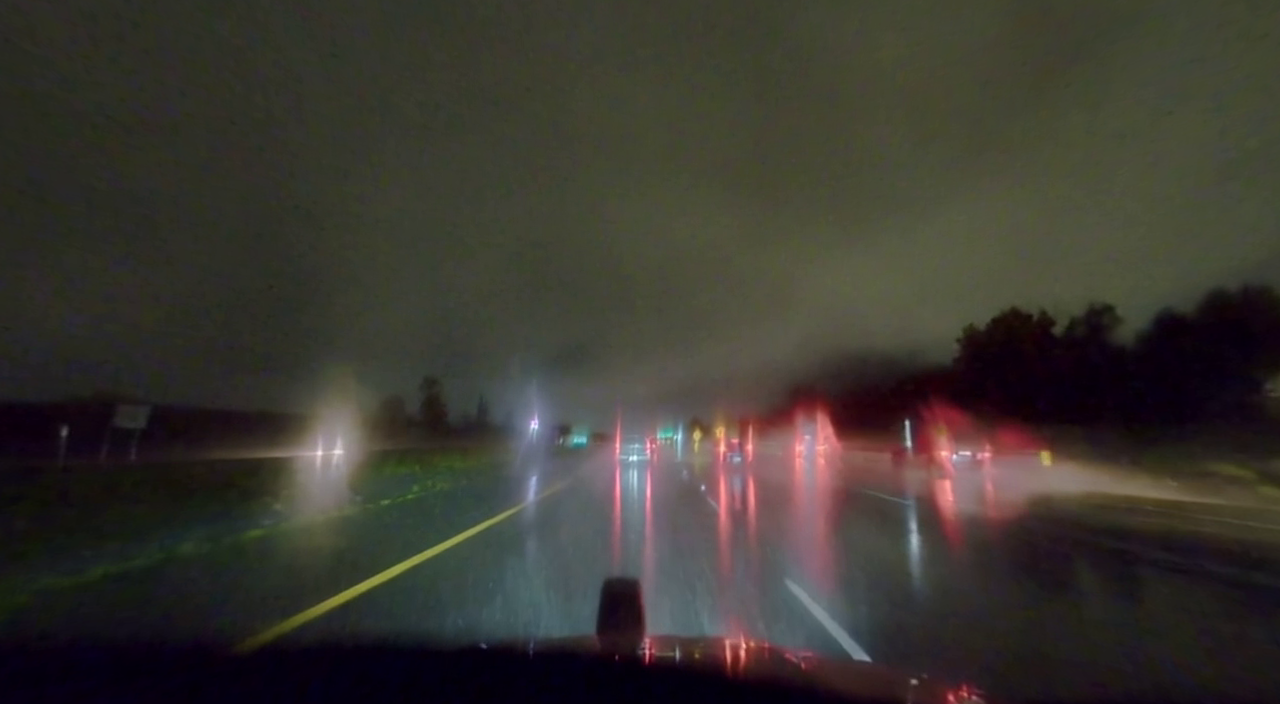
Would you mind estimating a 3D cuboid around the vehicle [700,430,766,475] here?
[{"bbox_3d":[3.776,4.184,26.309,2.063,1.698,4.355,0,-8,0],"label":"vehicle"}]

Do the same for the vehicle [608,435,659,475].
[{"bbox_3d":[-0.238,4.440,27.334,2.050,1.546,4.344,0,-8,0],"label":"vehicle"}]
